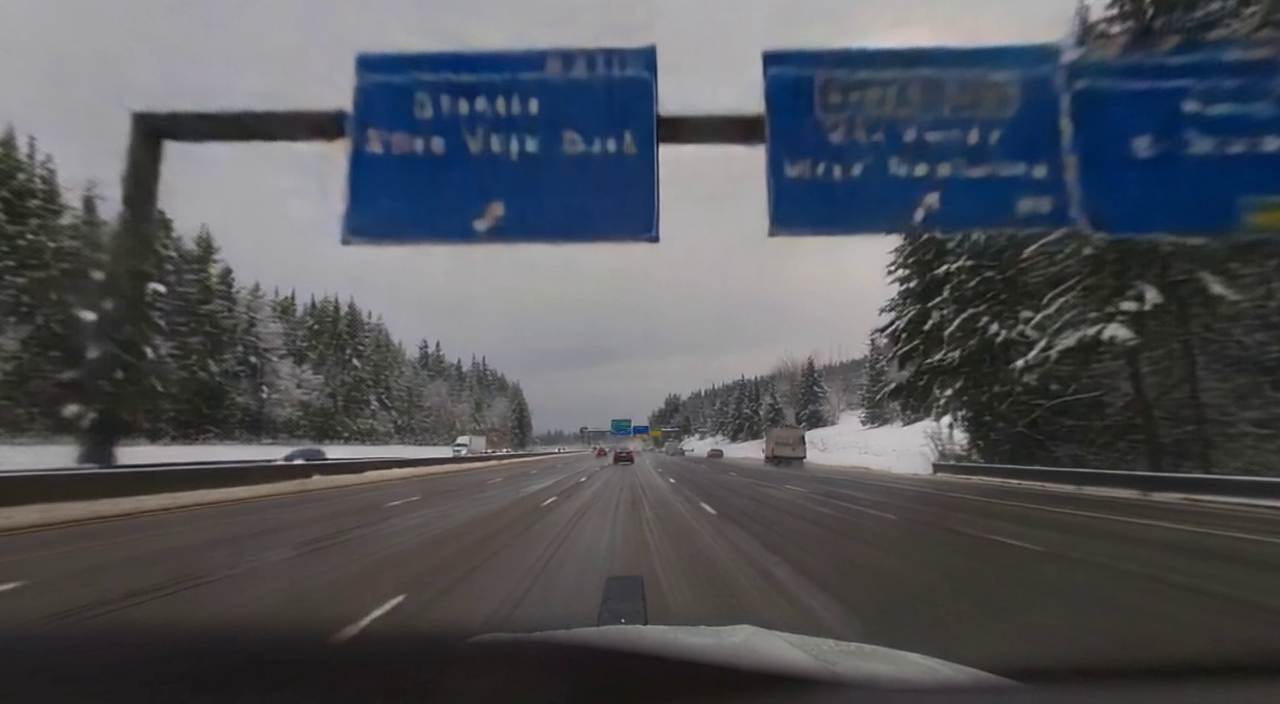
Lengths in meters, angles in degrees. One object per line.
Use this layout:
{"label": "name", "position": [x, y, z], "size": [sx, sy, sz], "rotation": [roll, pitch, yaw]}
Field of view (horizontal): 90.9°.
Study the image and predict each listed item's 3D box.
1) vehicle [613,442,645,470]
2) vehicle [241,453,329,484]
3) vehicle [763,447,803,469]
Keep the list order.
{"label": "vehicle", "position": [-0.763, 7.333, 44.360], "size": [2.167, 1.847, 4.097], "rotation": [0, -9, -1]}
{"label": "vehicle", "position": [-18.602, 6.090, 33.295], "size": [1.988, 1.511, 4.496], "rotation": [0, -9, 0]}
{"label": "vehicle", "position": [10.872, 8.109, 48.218], "size": [1.989, 1.591, 4.348], "rotation": [0, -9, -1]}
